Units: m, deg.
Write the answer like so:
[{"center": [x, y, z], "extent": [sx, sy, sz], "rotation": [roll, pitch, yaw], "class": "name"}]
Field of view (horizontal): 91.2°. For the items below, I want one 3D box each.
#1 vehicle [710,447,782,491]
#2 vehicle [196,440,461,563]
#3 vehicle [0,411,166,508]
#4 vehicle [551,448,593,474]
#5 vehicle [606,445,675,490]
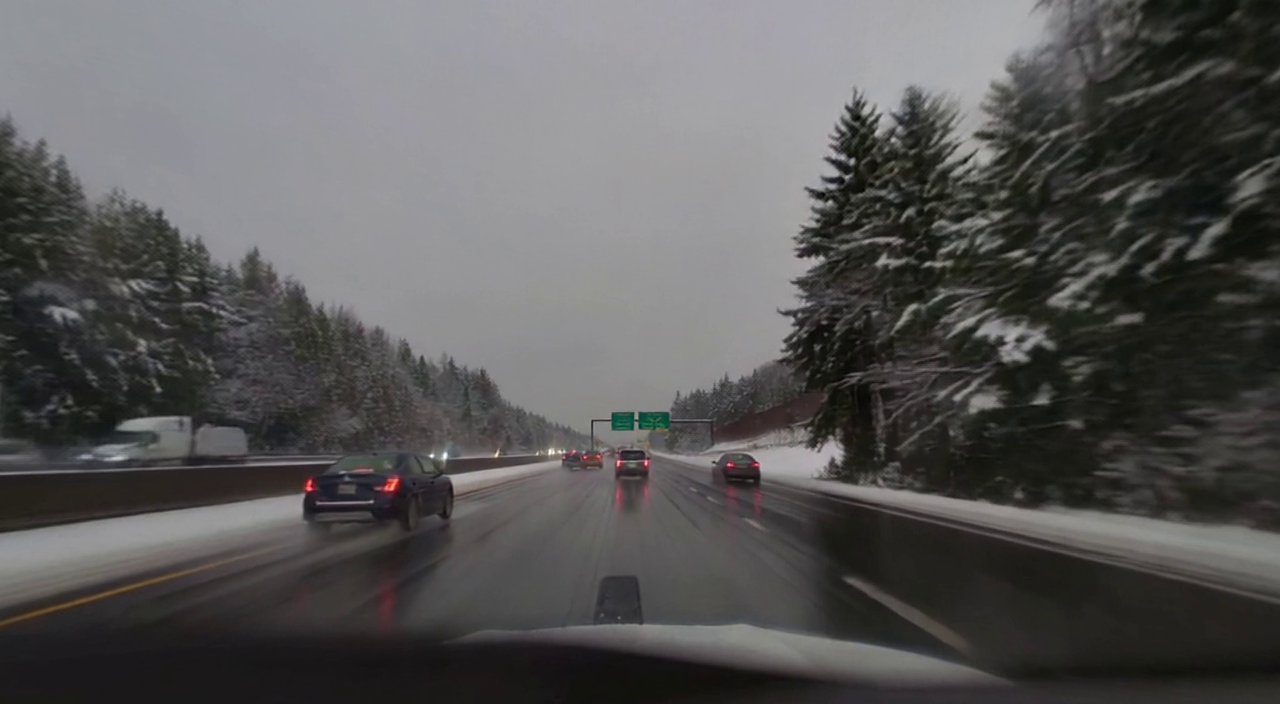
[{"center": [4.103, 4.603, 25.030], "extent": [2.035, 1.571, 4.413], "rotation": [0, -9, -1], "class": "vehicle"}, {"center": [-4.394, 2.156, 9.757], "extent": [2.017, 1.469, 4.113], "rotation": [0, -9, 0], "class": "vehicle"}, {"center": [-17.958, 3.200, 18.834], "extent": [2.769, 2.467, 5.723], "rotation": [0, -9, 1], "class": "vehicle"}, {"center": [-4.726, 7.657, 44.260], "extent": [2.545, 1.679, 4.267], "rotation": [0, -9, 0], "class": "vehicle"}, {"center": [-0.005, 4.731, 25.961], "extent": [2.634, 1.679, 4.070], "rotation": [0, -9, -1], "class": "vehicle"}]
